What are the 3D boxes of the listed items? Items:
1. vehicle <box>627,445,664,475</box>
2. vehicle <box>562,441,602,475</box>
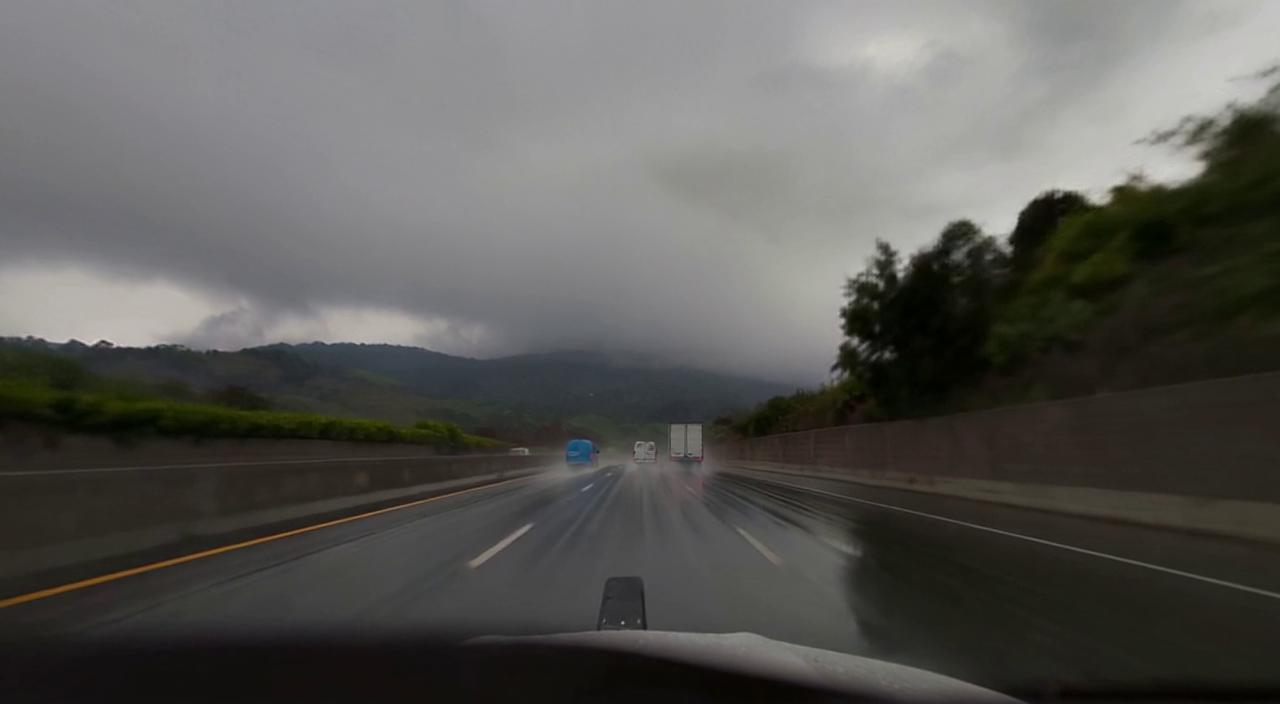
[{"bbox_3d":[0.381,6.773,39.616,2.166,1.747,4.299,-1,-9,1],"label":"vehicle"},{"bbox_3d":[-3.625,6.701,40.025,1.955,2.004,4.792,-1,-9,1],"label":"vehicle"}]
